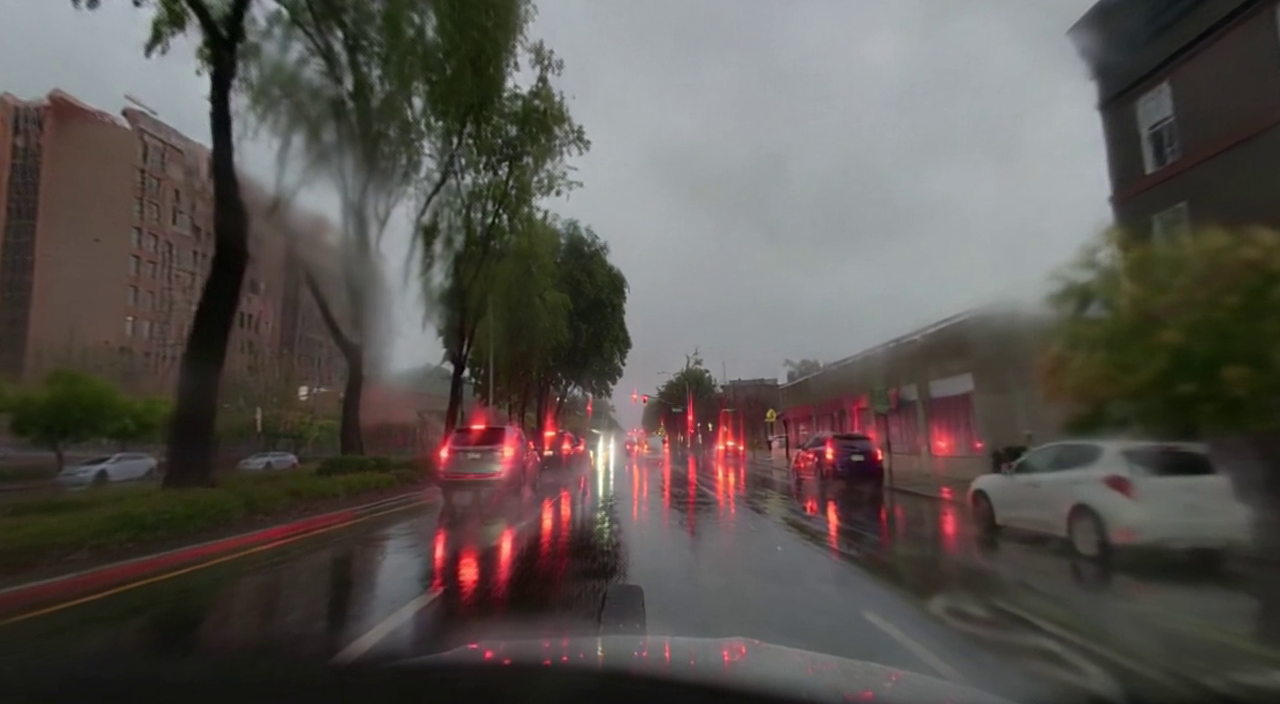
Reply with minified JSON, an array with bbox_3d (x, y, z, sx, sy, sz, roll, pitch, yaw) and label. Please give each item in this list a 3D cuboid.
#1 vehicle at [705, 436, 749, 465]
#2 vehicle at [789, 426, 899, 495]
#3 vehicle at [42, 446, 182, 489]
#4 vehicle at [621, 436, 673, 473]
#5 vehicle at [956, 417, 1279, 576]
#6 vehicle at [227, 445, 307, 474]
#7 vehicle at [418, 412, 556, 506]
[{"bbox_3d":[5.986,6.868,44.113,2.300,1.903,4.579,0,-9,-2],"label":"vehicle"},{"bbox_3d":[6.393,3.452,20.423,1.997,1.943,4.409,0,-9,-1],"label":"vehicle"},{"bbox_3d":[-22.215,4.832,26.888,1.910,1.632,4.624,0,-9,1],"label":"vehicle"},{"bbox_3d":[0.262,4.796,29.711,2.201,1.589,3.843,0,-9,-3],"label":"vehicle"},{"bbox_3d":[6.631,1.894,9.014,2.164,1.727,3.955,0,-9,0],"label":"vehicle"},{"bbox_3d":[-22.436,6.476,38.195,2.148,1.607,4.428,0,-9,-1],"label":"vehicle"},{"bbox_3d":[-3.548,2.611,15.769,2.223,1.957,4.845,0,-9,0],"label":"vehicle"}]
